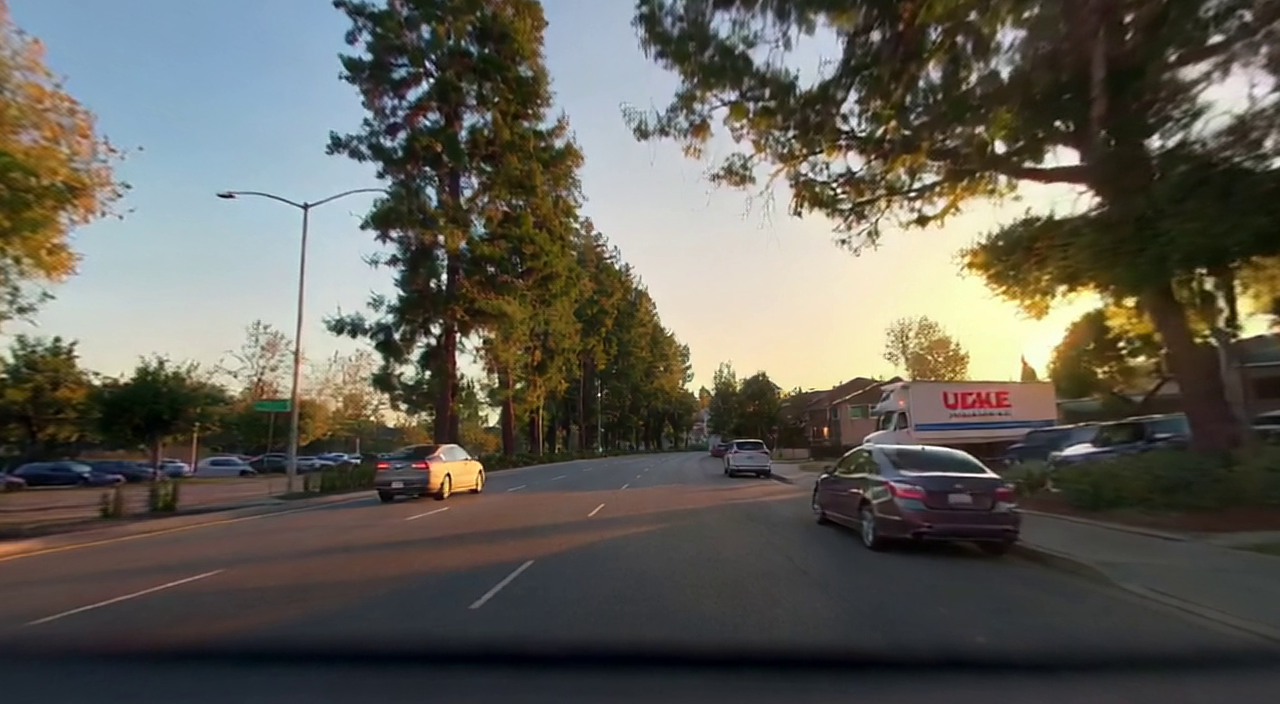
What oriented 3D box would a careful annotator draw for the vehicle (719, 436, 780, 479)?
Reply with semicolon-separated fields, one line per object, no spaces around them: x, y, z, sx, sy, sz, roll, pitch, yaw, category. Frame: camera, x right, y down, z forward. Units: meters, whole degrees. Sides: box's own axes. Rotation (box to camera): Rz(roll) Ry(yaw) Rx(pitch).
4.696;4.591;27.714;2.064;1.697;4.718;0;-8;3;vehicle

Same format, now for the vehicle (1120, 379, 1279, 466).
23.631;2.775;24.829;7.126;3.124;2.933;0;-9;-6;vehicle

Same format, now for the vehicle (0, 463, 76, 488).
-42.674;8.542;43.802;4.603;1.577;2.157;1;-8;-8;vehicle

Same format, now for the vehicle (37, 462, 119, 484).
-42.892;9.234;48.214;4.227;1.397;1.828;-1;-10;-12;vehicle

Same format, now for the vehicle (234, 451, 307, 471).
-29.101;8.597;49.720;4.481;1.441;1.960;2;-9;-8;vehicle

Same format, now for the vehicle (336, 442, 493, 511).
-5.471;3.054;16.091;2.060;1.473;4.645;0;-8;3;vehicle

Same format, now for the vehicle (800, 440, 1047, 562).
3.873;2.068;9.610;1.849;1.393;4.377;0;-8;2;vehicle

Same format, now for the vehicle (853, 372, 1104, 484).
11.759;2.695;22.293;7.138;3.310;2.943;-2;-9;-9;vehicle
